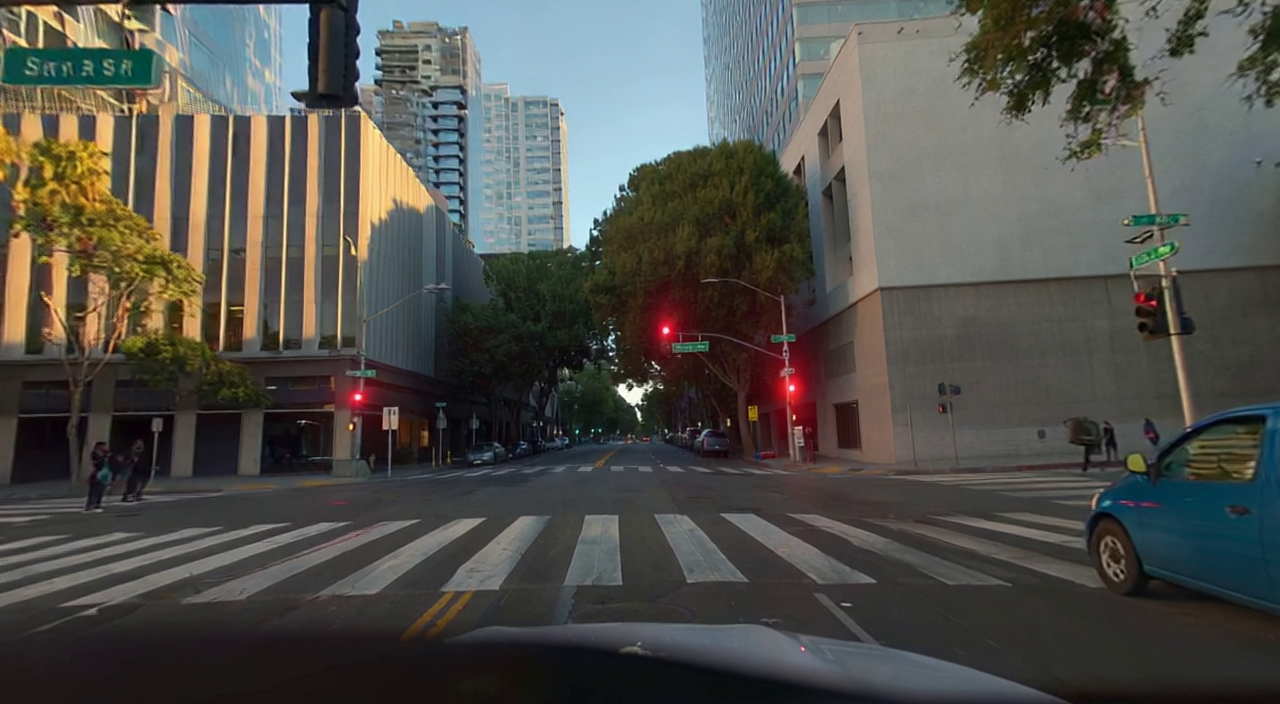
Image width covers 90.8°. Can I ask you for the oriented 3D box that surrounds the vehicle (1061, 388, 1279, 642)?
[{"bbox_3d":[5.641,1.133,4.292,2.070,1.804,4.881,0,-8,-2],"label":"vehicle"}]

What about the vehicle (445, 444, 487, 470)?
[{"bbox_3d":[-12.425,7.507,45.383,1.935,1.639,4.244,-3,-8,-2],"label":"vehicle"}]
